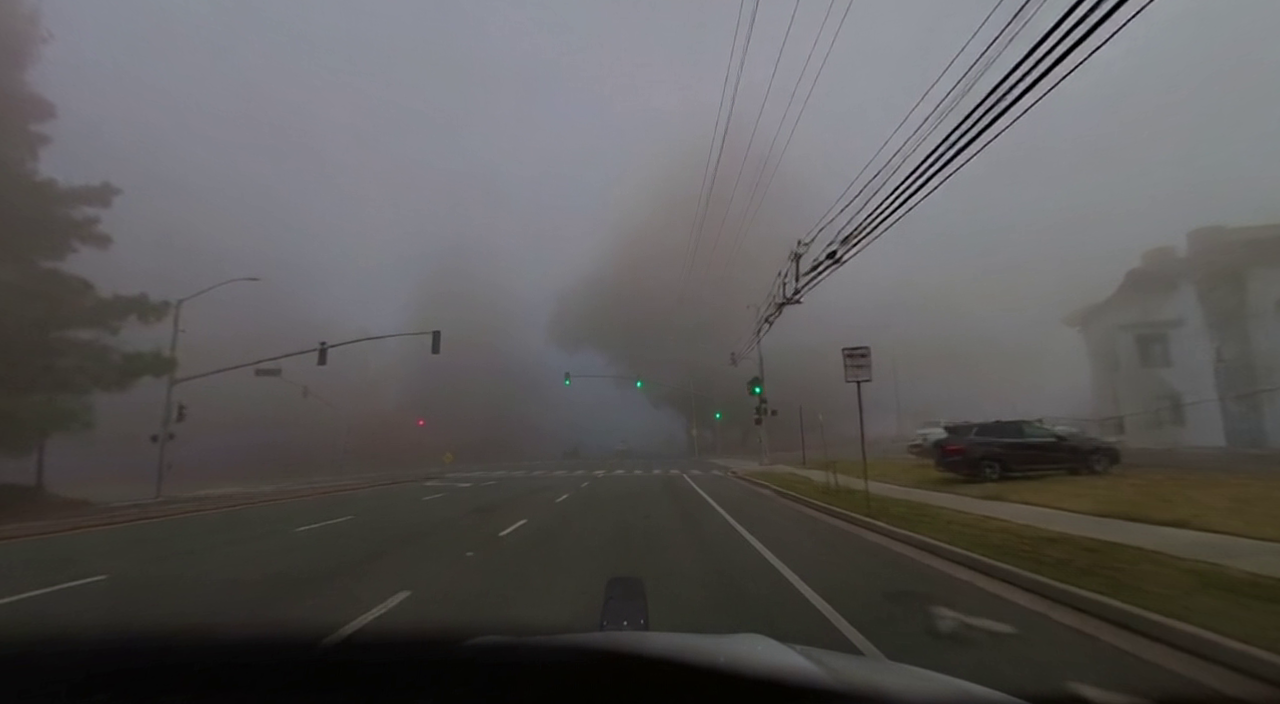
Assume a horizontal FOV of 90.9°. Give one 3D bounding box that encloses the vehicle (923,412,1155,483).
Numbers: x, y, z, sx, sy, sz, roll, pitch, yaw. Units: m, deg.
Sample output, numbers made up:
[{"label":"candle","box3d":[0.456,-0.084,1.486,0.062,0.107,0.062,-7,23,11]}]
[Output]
[{"label":"vehicle","box3d":[10.475,2.532,16.839,4.765,1.738,2.101,0,-8,-2]}]
